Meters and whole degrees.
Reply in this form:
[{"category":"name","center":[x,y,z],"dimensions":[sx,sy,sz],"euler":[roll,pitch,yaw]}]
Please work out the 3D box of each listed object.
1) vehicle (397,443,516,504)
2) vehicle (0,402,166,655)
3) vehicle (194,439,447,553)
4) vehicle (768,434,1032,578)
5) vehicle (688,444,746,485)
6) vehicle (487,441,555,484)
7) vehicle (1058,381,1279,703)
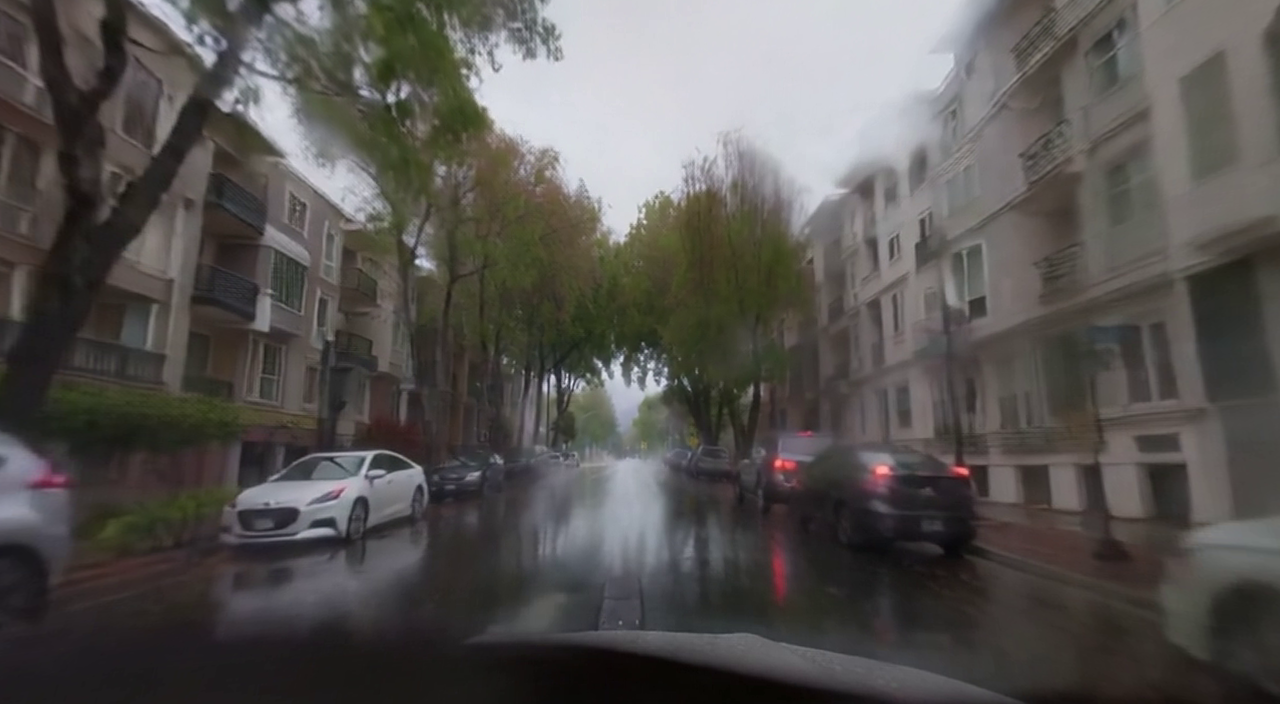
[{"category":"vehicle","center":[-6.037,4.051,21.695],"dimensions":[2.431,1.718,5.431],"euler":[-2,-8,1]},{"category":"vehicle","center":[-5.556,1.054,3.191],"dimensions":[2.222,1.735,5.215],"euler":[0,-8,1]},{"category":"vehicle","center":[-5.699,2.596,12.377],"dimensions":[2.256,1.590,5.488],"euler":[-3,-8,-2]},{"category":"vehicle","center":[3.549,2.168,9.928],"dimensions":[1.988,1.652,5.017],"euler":[0,-8,0]},{"category":"vehicle","center":[3.743,5.557,31.598],"dimensions":[2.137,1.848,4.953],"euler":[0,-8,-2]},{"category":"vehicle","center":[-5.958,5.585,32.338],"dimensions":[2.499,2.008,5.293],"euler":[0,-8,-1]},{"category":"vehicle","center":[3.774,0.787,1.353],"dimensions":[2.187,1.699,5.038],"euler":[0,-8,-2]}]
